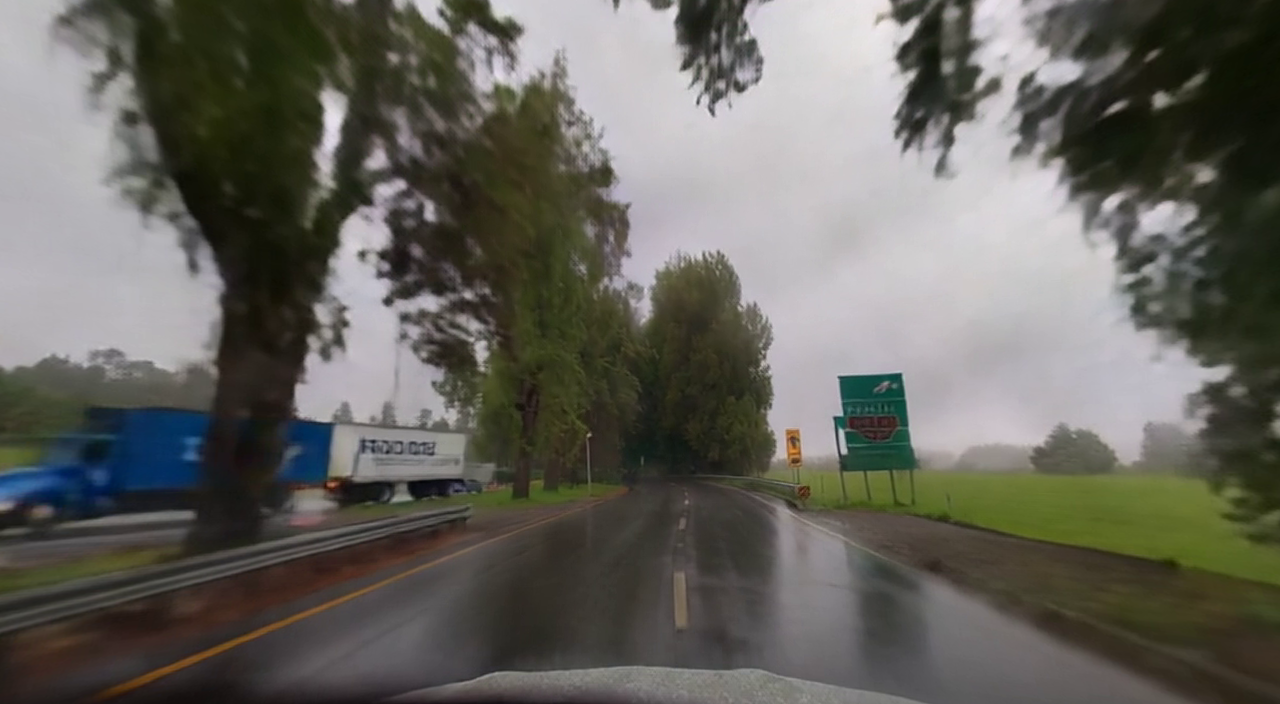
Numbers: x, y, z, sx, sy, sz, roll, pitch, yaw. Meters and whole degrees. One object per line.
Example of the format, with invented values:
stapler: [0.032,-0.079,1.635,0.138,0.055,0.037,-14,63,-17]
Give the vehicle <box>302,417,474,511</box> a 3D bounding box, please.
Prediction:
vehicle: [-12.333,5.682,31.860,2.935,4.083,7.922,-4,-12,25]

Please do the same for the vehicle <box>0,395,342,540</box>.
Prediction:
vehicle: [-16.917,4.317,23.634,2.952,4.284,9.811,-6,-13,34]
